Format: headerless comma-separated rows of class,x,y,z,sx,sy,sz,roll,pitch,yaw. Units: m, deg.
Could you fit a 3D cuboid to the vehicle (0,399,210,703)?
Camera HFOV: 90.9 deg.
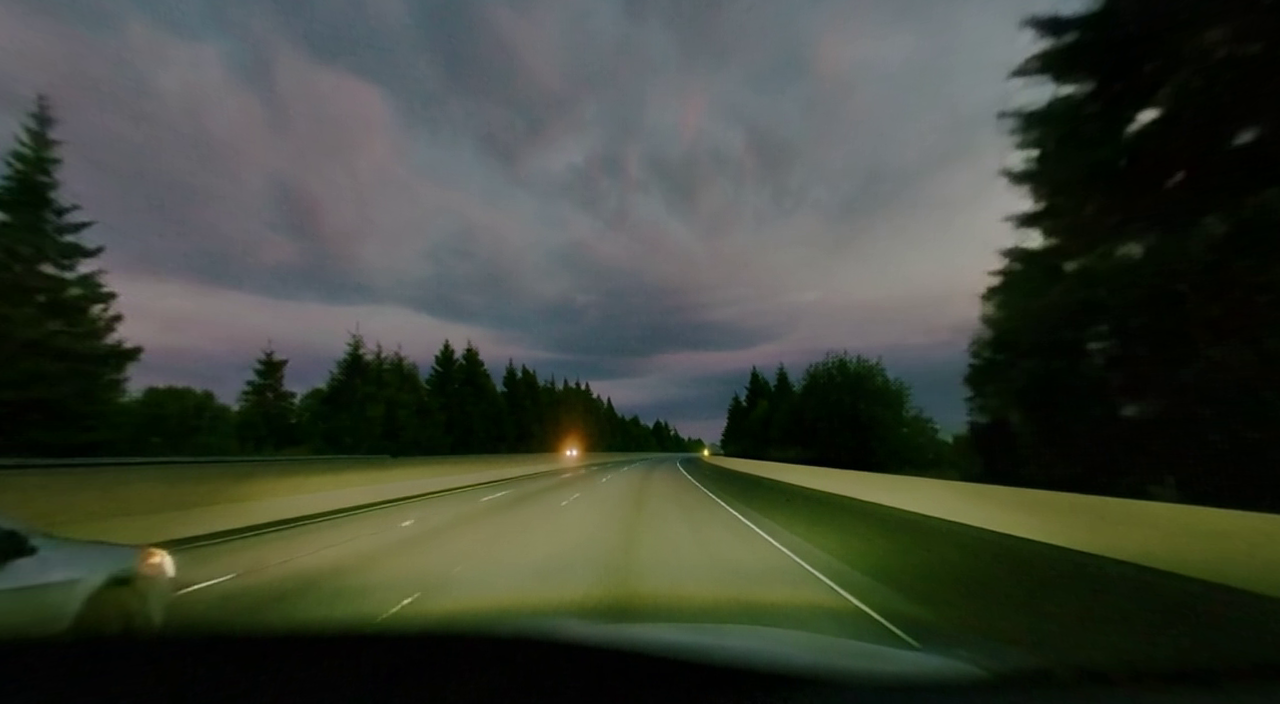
vehicle,-3.466,0.778,1.477,1.934,1.486,4.115,0,-9,1
